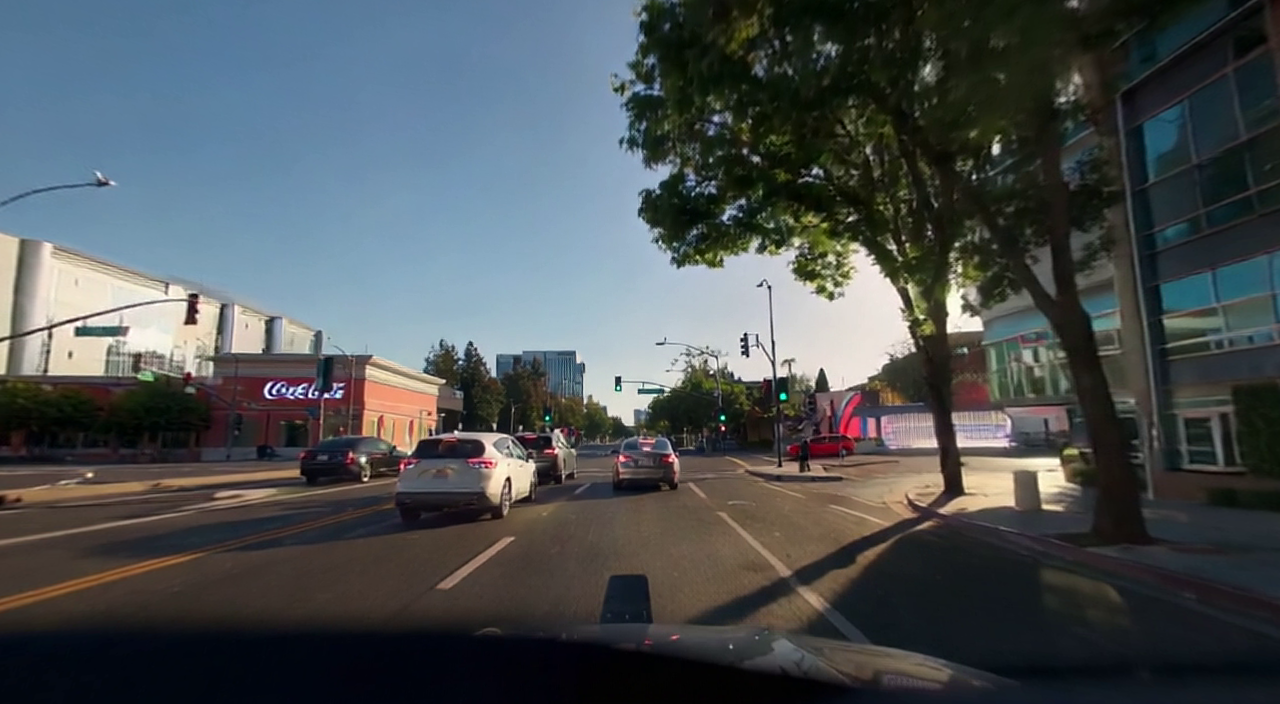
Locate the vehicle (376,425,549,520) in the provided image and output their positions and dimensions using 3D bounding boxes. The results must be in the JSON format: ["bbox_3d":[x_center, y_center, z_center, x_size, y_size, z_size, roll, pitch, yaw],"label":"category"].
[{"bbox_3d":[-3.222,2.288,12.494,2.029,1.517,4.375,0,-9,2],"label":"vehicle"}]

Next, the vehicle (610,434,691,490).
[{"bbox_3d":[0.380,3.345,19.573,2.258,1.507,3.896,-1,-8,3],"label":"vehicle"}]

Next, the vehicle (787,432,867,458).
[{"bbox_3d":[13.250,6.638,44.836,5.032,1.762,1.982,0,-9,0],"label":"vehicle"}]

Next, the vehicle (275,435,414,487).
[{"bbox_3d":[-9.413,3.509,20.621,2.096,1.474,4.585,0,-9,4],"label":"vehicle"}]

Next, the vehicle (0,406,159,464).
[{"bbox_3d":[-46.088,6.472,48.673,14.685,4.167,2.923,-1,-8,-5],"label":"vehicle"}]
